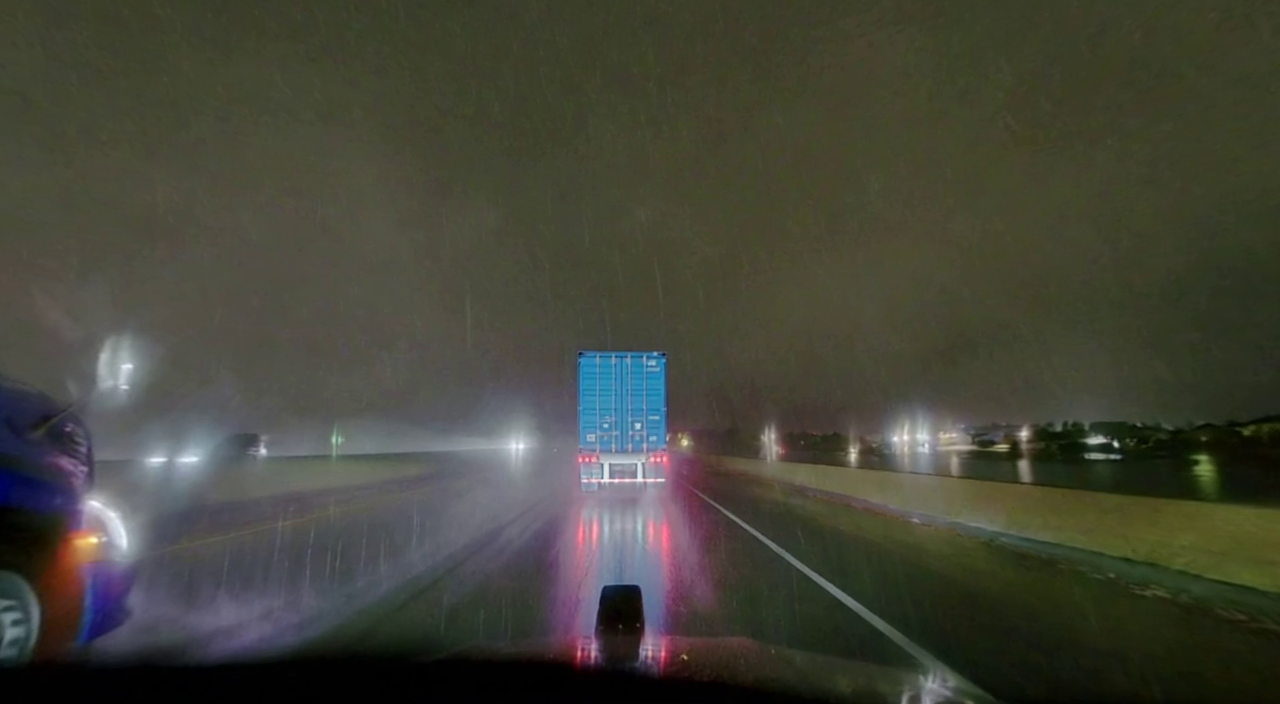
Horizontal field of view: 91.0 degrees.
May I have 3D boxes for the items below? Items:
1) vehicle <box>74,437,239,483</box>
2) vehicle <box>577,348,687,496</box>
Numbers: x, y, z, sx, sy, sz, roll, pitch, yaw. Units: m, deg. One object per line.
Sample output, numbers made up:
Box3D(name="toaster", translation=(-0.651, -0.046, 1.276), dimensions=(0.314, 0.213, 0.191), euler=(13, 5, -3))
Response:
Box3D(name="vehicle", translation=(-17.641, 3.951, 23.400), dimensions=(2.182, 1.505, 4.949), euler=(0, -9, 1))
Box3D(name="vehicle", translation=(-0.210, 2.710, 22.726), dimensions=(2.942, 4.003, 11.297), euler=(0, -9, 0))
